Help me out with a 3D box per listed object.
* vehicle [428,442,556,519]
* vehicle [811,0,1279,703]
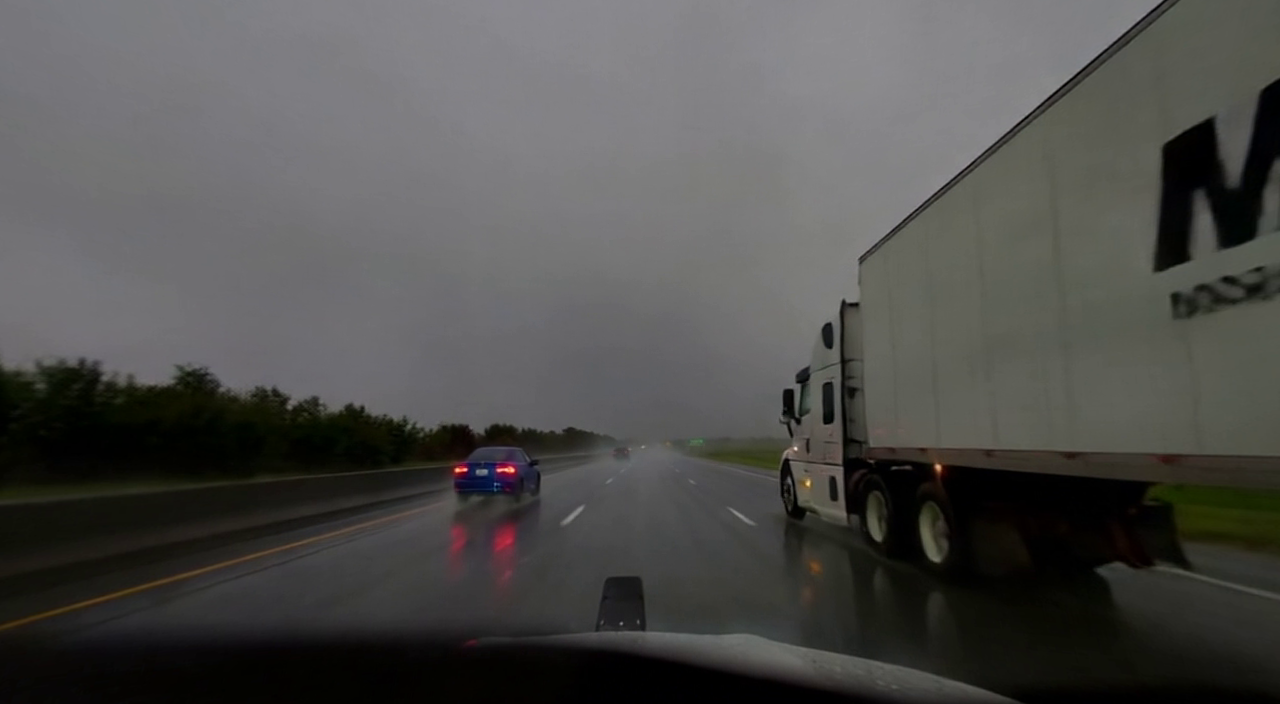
[{"bbox_3d":[-3.286,2.930,14.958,1.945,1.537,4.294,0,-9,1],"label":"vehicle"},{"bbox_3d":[4.478,-0.035,3.878,2.832,4.034,13.924,0,-9,-1],"label":"vehicle"}]
